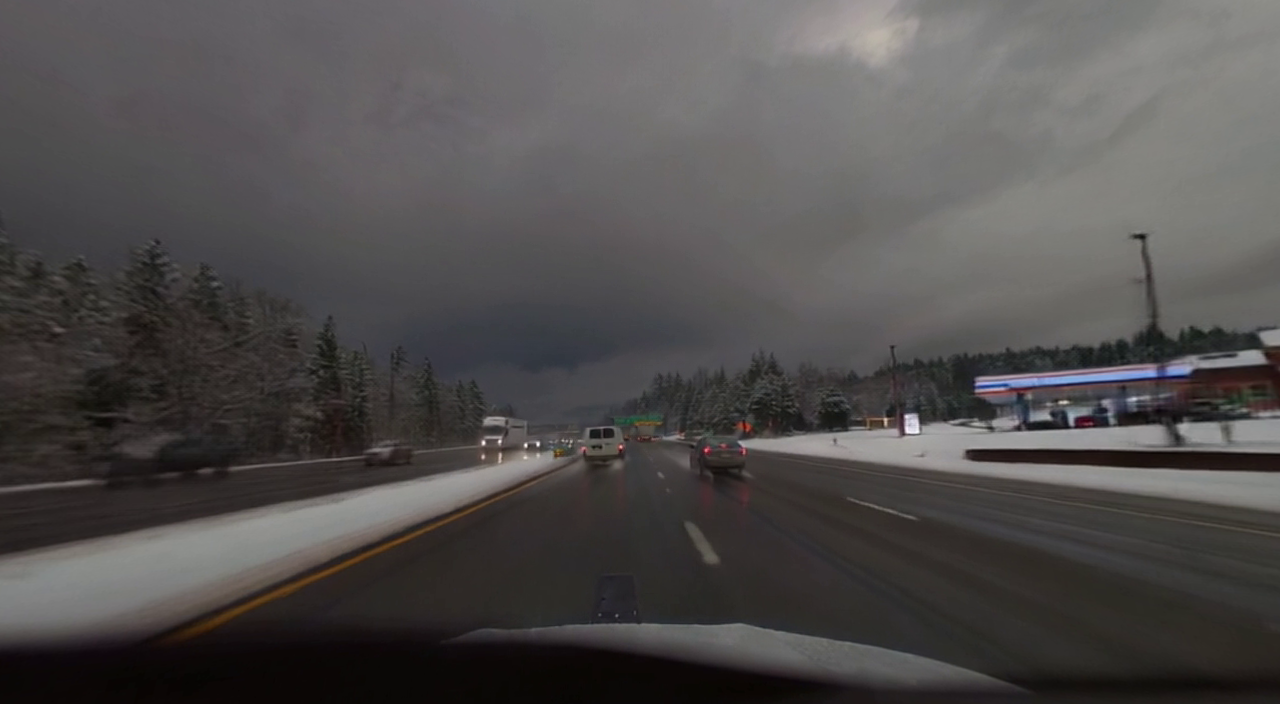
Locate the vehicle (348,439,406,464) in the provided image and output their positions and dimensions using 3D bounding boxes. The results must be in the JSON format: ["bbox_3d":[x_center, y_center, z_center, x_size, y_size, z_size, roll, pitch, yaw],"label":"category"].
[{"bbox_3d":[-16.974,6.420,40.915,1.804,1.525,4.619,0,-8,0],"label":"vehicle"}]

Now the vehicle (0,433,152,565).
[{"bbox_3d":[-9.690,2.011,8.727,2.166,1.761,4.535,0,-8,0],"label":"vehicle"}]

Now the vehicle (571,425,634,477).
[{"bbox_3d":[-1.290,3.644,23.534,2.061,1.732,4.457,0,-8,0],"label":"vehicle"}]

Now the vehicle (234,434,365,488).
[{"bbox_3d":[-12.063,3.852,22.745,2.180,1.748,4.368,0,-8,1],"label":"vehicle"}]

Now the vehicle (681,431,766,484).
[{"bbox_3d":[2.661,3.481,21.289,2.151,1.550,4.694,0,-8,-1],"label":"vehicle"}]
